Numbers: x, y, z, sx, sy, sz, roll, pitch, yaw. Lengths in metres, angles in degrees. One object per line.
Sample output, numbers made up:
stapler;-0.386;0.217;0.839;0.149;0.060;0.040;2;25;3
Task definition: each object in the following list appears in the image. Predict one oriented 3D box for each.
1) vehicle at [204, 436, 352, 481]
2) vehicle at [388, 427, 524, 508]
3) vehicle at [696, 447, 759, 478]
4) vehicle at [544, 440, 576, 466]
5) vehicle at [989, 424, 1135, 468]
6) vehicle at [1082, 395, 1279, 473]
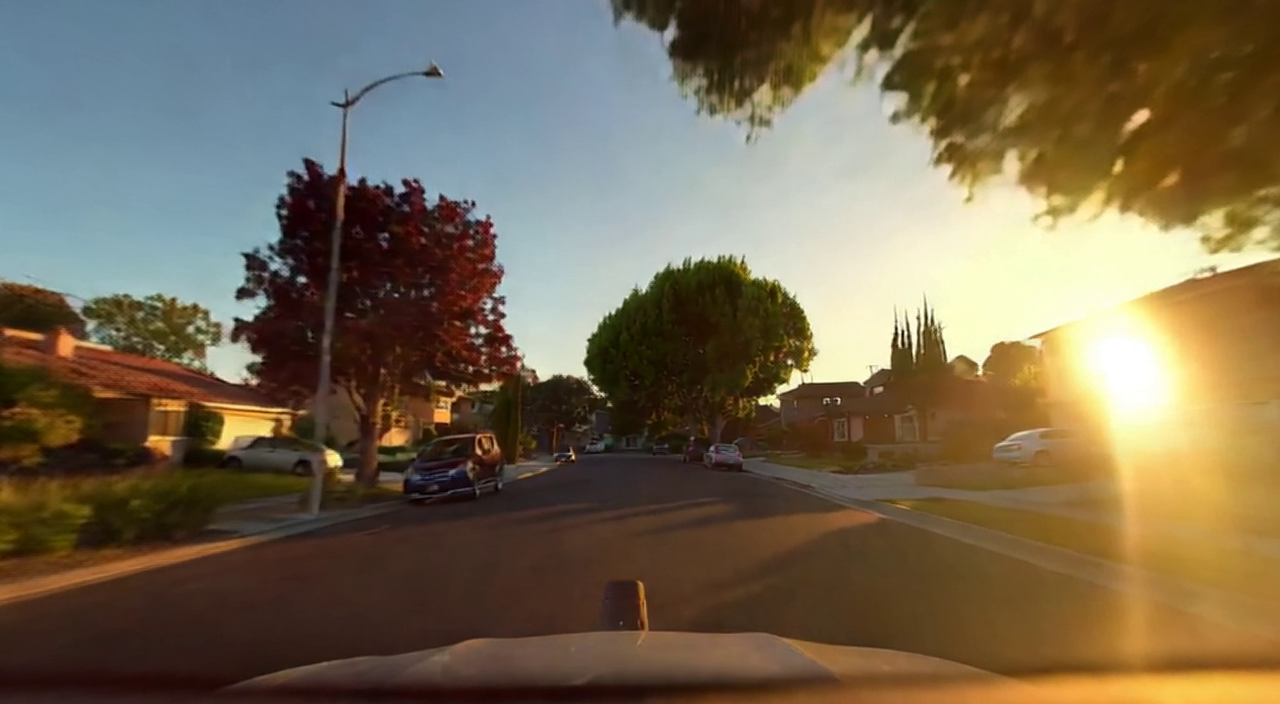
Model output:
vehicle;-12.989;3.821;23.017;4.376;1.458;2.046;3;-8;-22
vehicle;-4.774;3.019;17.285;2.215;1.859;4.765;0;-7;1
vehicle;4.438;5.693;32.907;1.984;1.437;4.726;1;-9;-8
vehicle;-6.273;7.838;49.279;1.976;1.855;4.299;2;-7;-14
vehicle;15.354;3.420;23.026;4.488;1.454;1.944;3;-8;-18
vehicle;13.728;2.089;15.740;4.560;1.741;1.993;3;-9;-18
